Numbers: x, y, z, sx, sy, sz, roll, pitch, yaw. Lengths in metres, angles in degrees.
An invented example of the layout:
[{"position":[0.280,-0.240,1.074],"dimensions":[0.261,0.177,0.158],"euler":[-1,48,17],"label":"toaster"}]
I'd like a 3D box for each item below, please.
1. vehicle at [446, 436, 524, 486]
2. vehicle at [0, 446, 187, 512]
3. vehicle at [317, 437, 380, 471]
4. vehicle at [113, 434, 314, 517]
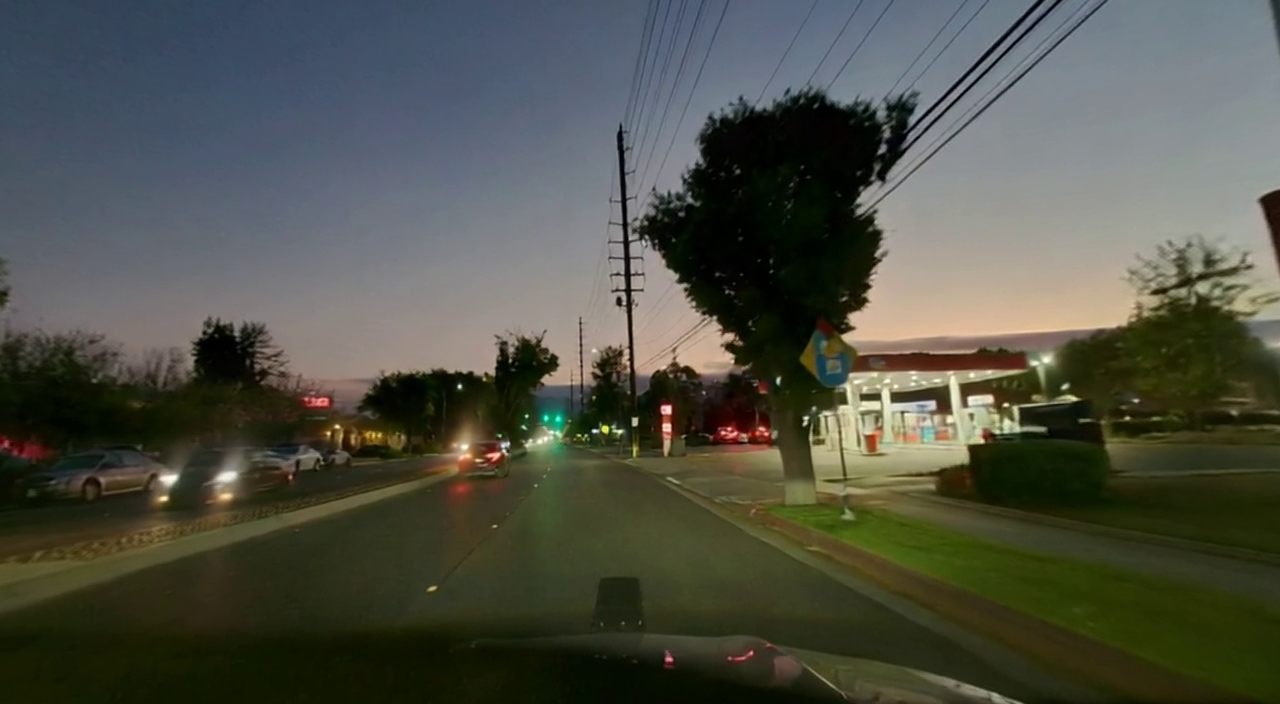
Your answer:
[{"position":[-5.188,3.665,21.621],"dimensions":[2.073,1.525,3.968],"euler":[1,-8,-7],"label":"vehicle"},{"position":[-17.292,3.945,20.253],"dimensions":[2.276,1.760,4.779],"euler":[0,-8,-6],"label":"vehicle"},{"position":[-19.938,6.939,43.396],"dimensions":[2.353,2.144,4.847],"euler":[0,-8,-5],"label":"vehicle"},{"position":[-9.932,2.850,15.249],"dimensions":[2.129,1.655,4.442],"euler":[1,-8,-7],"label":"vehicle"}]
